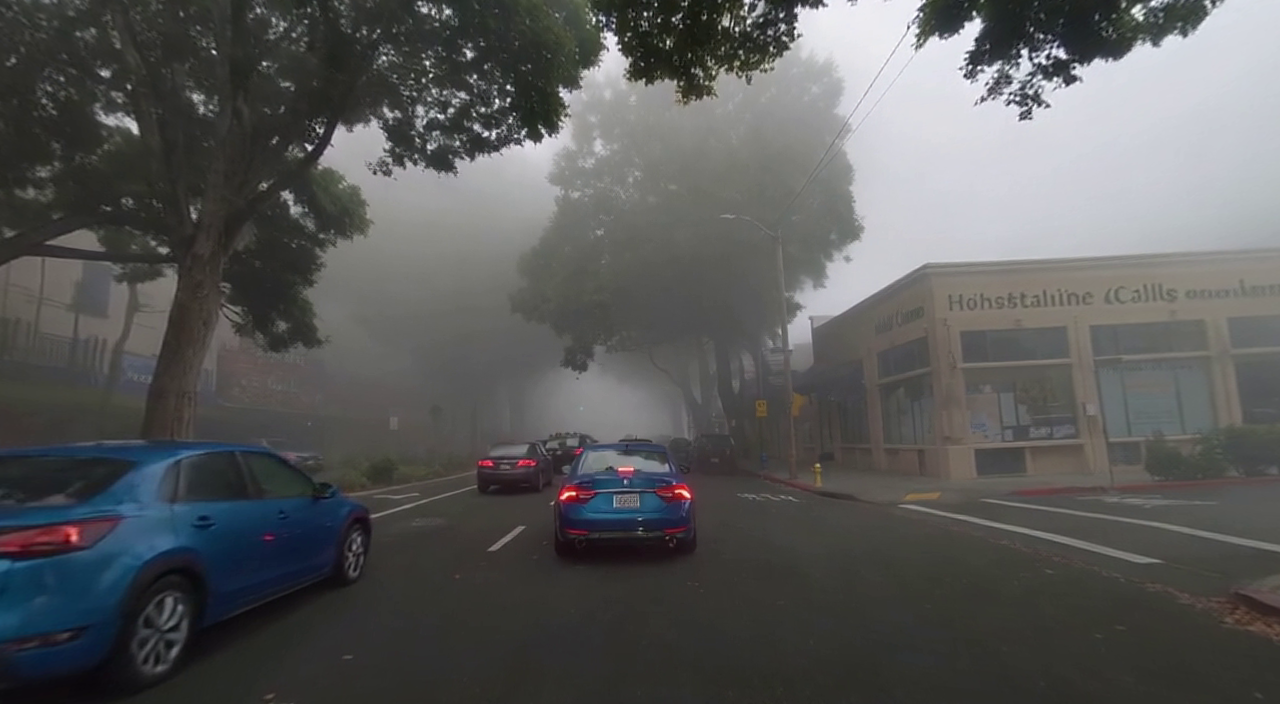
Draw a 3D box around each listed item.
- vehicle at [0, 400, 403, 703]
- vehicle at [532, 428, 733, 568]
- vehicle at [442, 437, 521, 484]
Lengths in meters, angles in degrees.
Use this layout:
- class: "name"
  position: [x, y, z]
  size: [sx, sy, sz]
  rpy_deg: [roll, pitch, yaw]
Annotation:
- class: "vehicle"
  position: [-3.448, 1.228, 4.445]
  size: [1.905, 1.473, 4.016]
  rpy_deg: [0, -9, 1]
- class: "vehicle"
  position: [-0.087, 1.883, 8.863]
  size: [2.160, 1.482, 4.037]
  rpy_deg: [0, -9, 0]
- class: "vehicle"
  position: [-6.186, 4.266, 25.167]
  size: [2.095, 1.682, 4.371]
  rpy_deg: [0, -9, -1]
